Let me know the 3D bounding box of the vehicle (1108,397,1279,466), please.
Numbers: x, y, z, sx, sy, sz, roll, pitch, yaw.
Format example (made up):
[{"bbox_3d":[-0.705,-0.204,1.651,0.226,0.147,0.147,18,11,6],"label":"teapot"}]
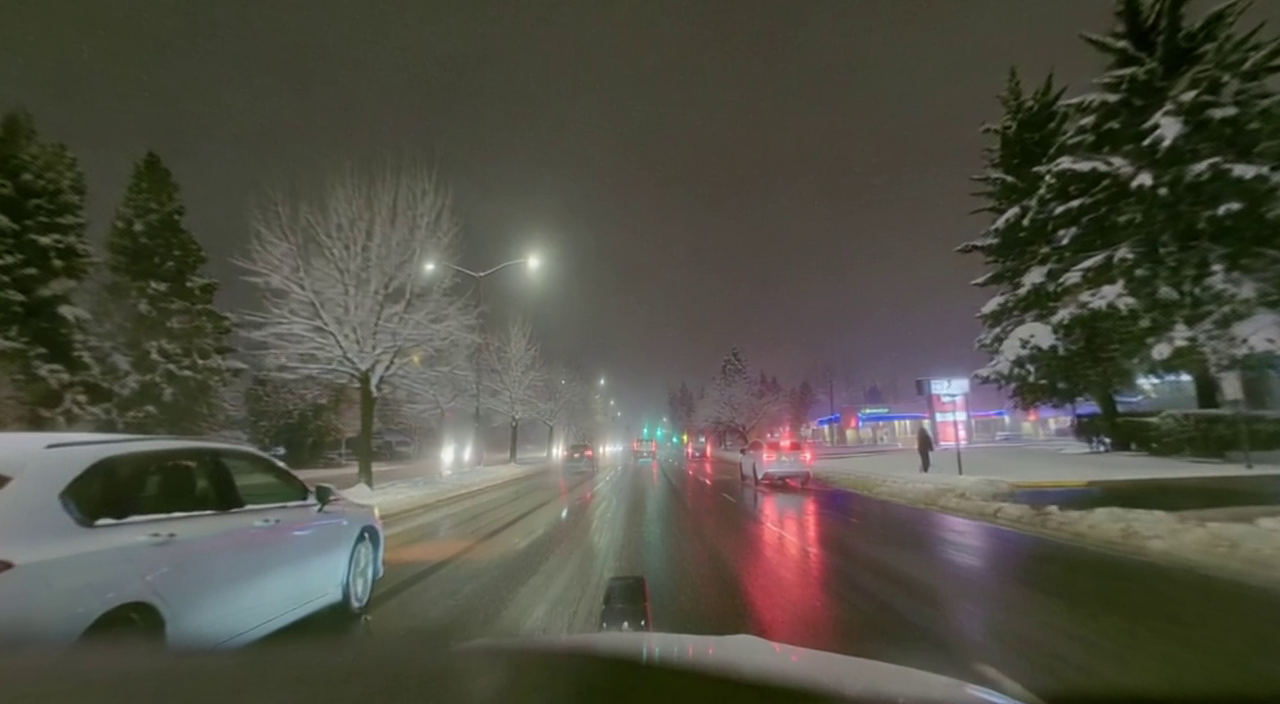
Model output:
[{"bbox_3d":[20.285,2.698,21.688,2.705,2.011,7.332,-3,-8,1],"label":"vehicle"}]

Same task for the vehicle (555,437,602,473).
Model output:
[{"bbox_3d":[-3.127,5.329,32.917,1.981,1.731,4.360,-1,-8,1],"label":"vehicle"}]

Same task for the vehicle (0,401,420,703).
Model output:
[{"bbox_3d":[-2.999,1.056,3.038,2.082,1.460,4.922,0,-8,0],"label":"vehicle"}]

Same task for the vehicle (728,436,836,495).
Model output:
[{"bbox_3d":[4.004,3.284,18.655,2.036,1.480,4.659,0,-8,-1],"label":"vehicle"}]
